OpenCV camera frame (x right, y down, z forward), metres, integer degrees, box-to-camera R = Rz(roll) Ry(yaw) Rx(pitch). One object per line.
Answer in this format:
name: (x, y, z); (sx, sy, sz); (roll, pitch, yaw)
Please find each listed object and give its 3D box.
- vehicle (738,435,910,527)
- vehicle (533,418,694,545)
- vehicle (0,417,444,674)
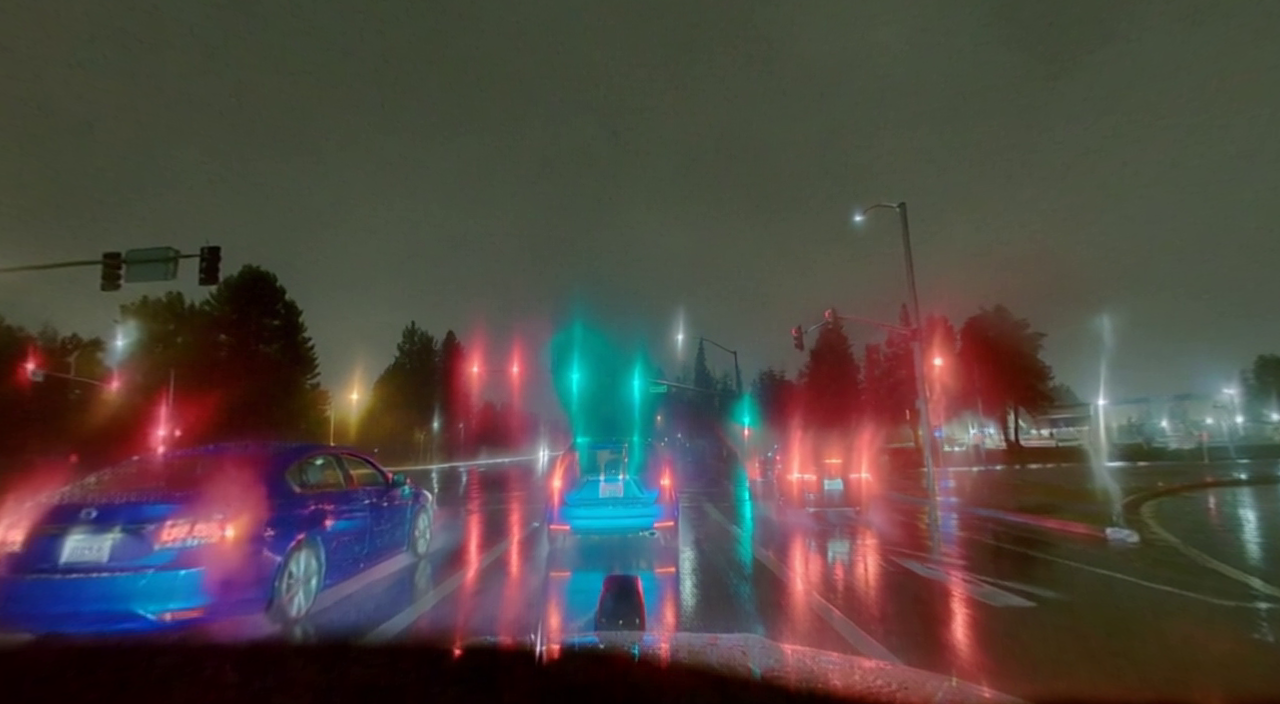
vehicle: (3.271, 2.382, 12.293); (1.970, 1.449, 4.433); (0, -8, -1)
vehicle: (-0.351, 1.929, 10.003); (2.038, 1.599, 3.844); (0, -8, 0)
vehicle: (-3.584, 1.455, 5.962); (2.052, 1.472, 4.479); (0, -8, 0)
